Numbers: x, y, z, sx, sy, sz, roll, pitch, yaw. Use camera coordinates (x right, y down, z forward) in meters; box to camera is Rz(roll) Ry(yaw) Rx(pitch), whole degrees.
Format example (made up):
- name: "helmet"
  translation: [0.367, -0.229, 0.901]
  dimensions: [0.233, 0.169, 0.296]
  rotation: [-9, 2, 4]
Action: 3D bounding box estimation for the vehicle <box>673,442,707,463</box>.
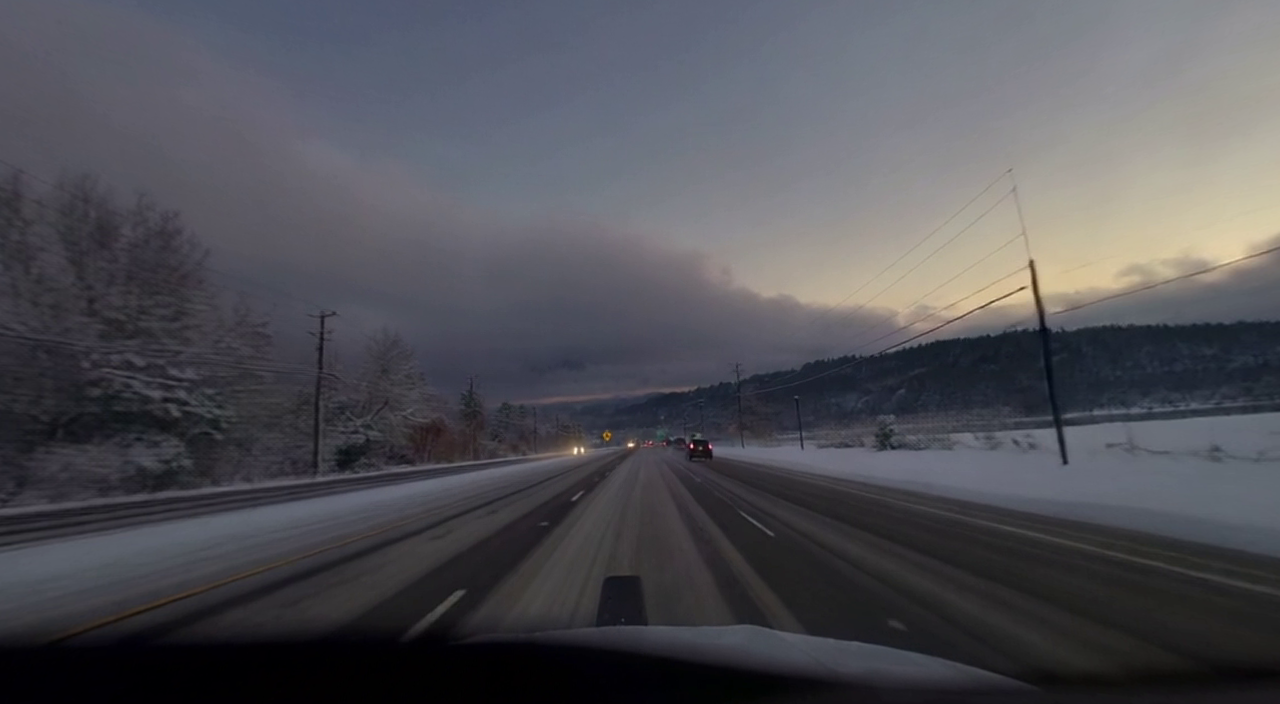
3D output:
- name: "vehicle"
  translation: [3.712, 7.561, 47.644]
  dimensions: [2.148, 1.538, 4.430]
  rotation: [0, -8, 0]
